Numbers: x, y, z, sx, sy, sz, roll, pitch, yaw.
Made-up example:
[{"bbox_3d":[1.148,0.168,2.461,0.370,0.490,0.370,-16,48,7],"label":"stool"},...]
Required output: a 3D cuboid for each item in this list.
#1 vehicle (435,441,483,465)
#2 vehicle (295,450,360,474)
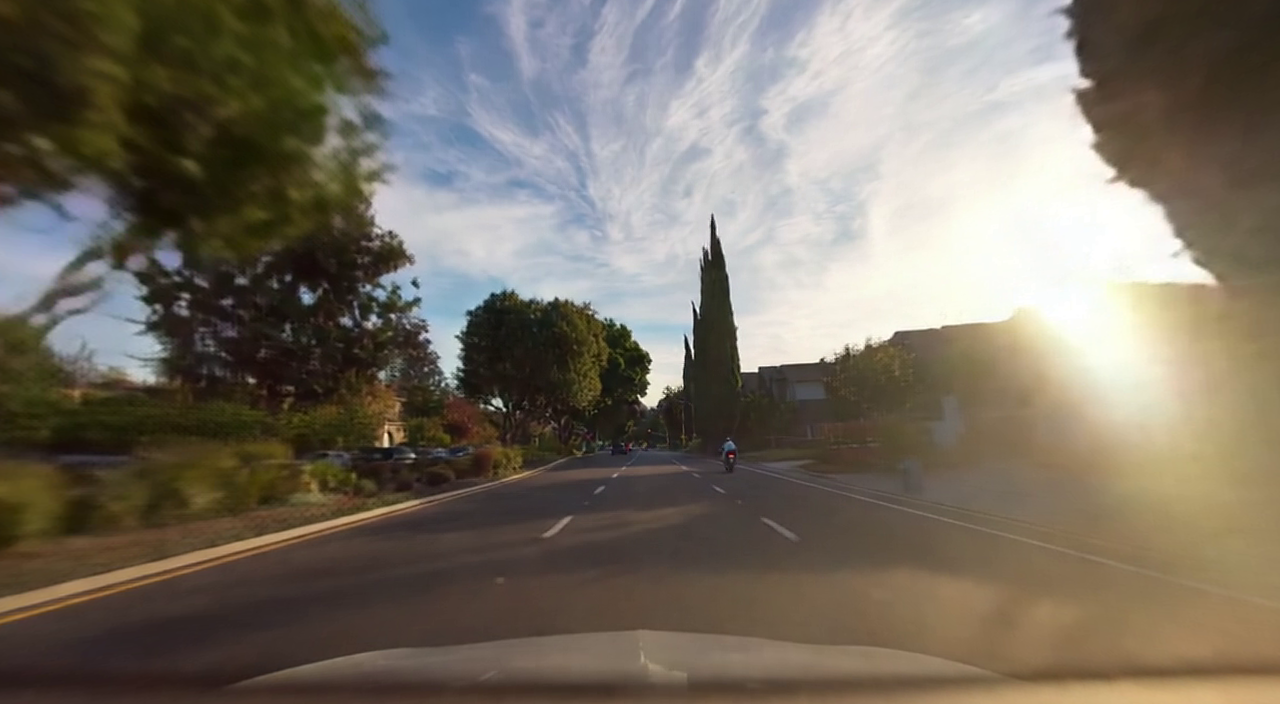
[{"bbox_3d":[-13.195,7.398,46.318,2.103,1.699,4.474,0,-8,1],"label":"vehicle"},{"bbox_3d":[-20.785,7.309,42.139,1.888,1.487,4.721,-1,-8,1],"label":"vehicle"}]
